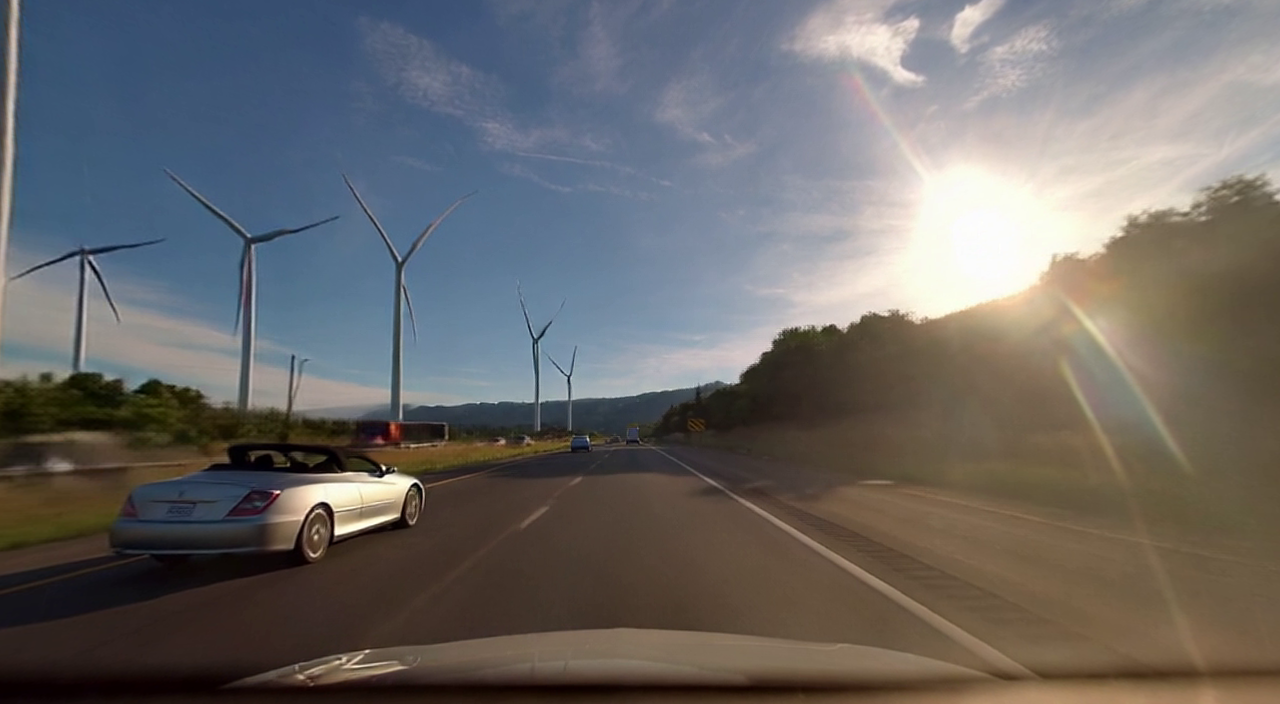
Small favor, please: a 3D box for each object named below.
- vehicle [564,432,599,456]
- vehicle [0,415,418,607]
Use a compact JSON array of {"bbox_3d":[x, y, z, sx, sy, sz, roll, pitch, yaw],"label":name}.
[{"bbox_3d":[-3.754,5.979,41.012,2.024,1.456,3.754,0,-8,-1],"label":"vehicle"},{"bbox_3d":[-4.135,1.472,6.855,1.969,1.413,4.194,0,-8,-1],"label":"vehicle"}]
